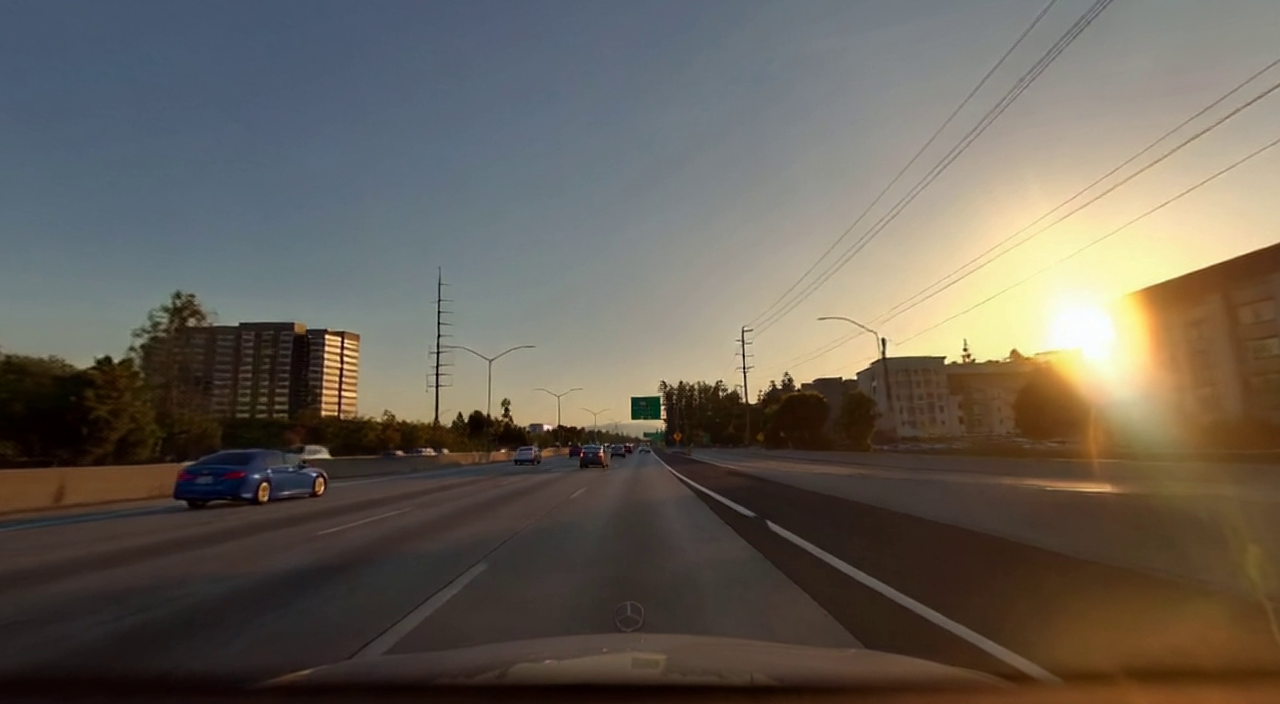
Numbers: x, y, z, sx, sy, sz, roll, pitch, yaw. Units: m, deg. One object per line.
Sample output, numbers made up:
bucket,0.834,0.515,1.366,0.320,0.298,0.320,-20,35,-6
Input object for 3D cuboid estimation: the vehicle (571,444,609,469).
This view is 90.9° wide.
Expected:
vehicle,-3.174,6.753,41.039,2.050,1.479,4.342,0,-8,1

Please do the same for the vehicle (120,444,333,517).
vehicle,-9.967,3.077,15.819,2.002,1.526,4.822,0,-8,1
